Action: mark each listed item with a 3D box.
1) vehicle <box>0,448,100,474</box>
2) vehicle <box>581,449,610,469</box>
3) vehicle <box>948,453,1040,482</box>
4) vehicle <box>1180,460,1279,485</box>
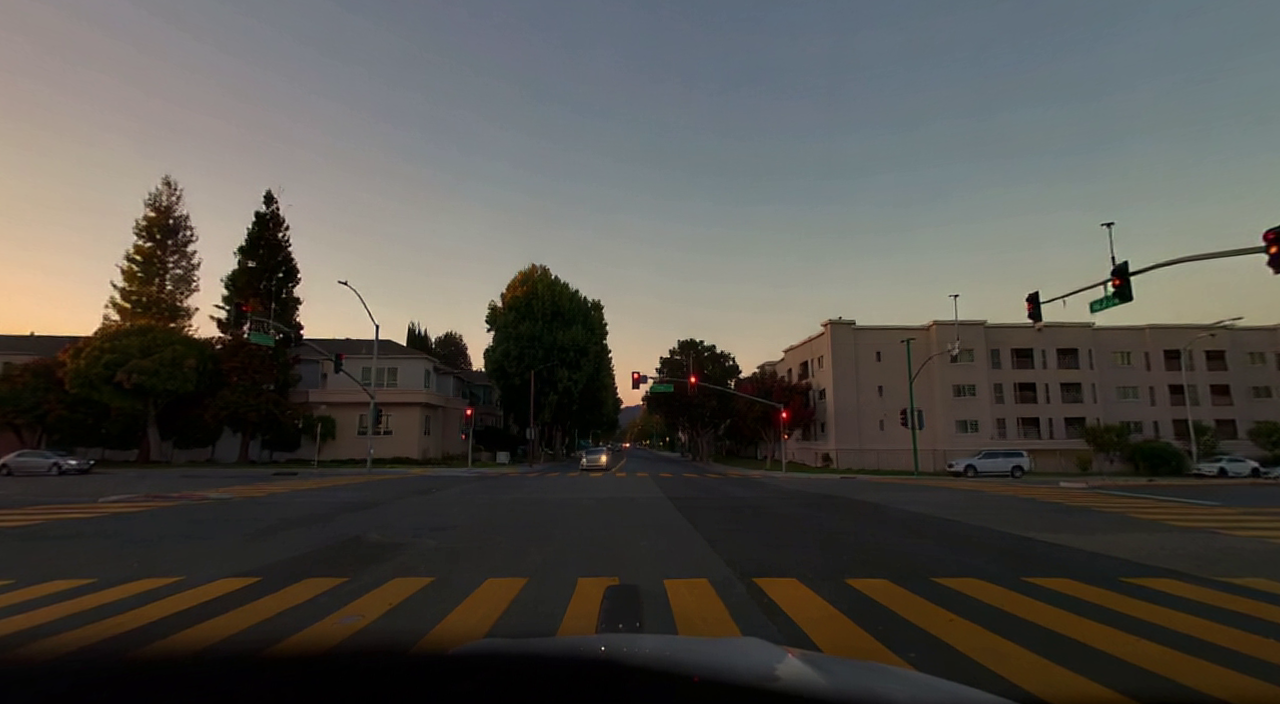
[{"bbox_3d":[-35.143,6.425,37.187,4.741,1.447,1.807,0,-9,0],"label":"vehicle"},{"bbox_3d":[-3.457,8.391,49.401,1.908,1.441,4.142,0,-8,1],"label":"vehicle"},{"bbox_3d":[21.092,6.874,37.587,4.447,1.623,1.801,0,-9,-3],"label":"vehicle"},{"bbox_3d":[36.221,7.317,38.296,4.976,1.428,1.929,0,-8,-2],"label":"vehicle"}]
